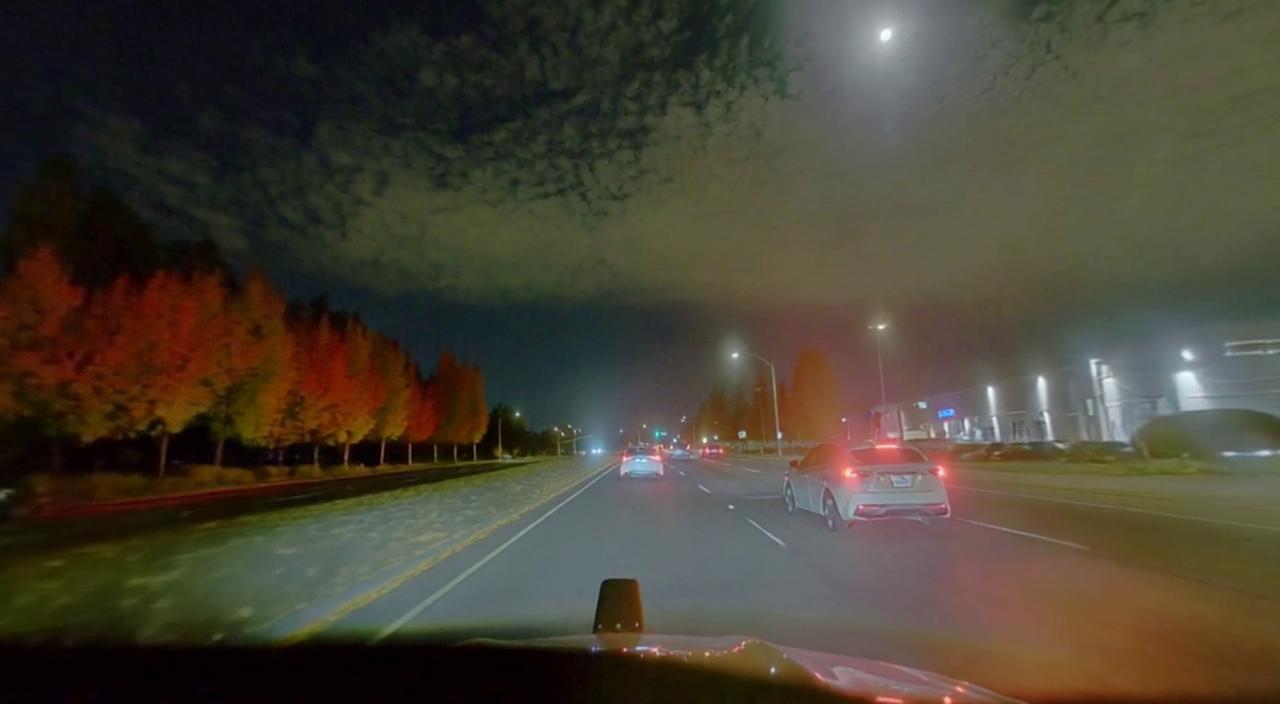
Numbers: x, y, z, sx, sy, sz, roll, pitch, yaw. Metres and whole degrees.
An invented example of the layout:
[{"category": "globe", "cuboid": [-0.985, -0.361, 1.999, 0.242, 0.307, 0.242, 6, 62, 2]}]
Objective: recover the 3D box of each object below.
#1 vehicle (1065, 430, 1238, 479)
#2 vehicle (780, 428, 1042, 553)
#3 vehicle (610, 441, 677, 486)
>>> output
[{"category": "vehicle", "cuboid": [21.358, 4.318, 26.842, 2.582, 1.849, 5.579, 0, -9, -1]}, {"category": "vehicle", "cuboid": [3.720, 1.983, 9.757, 2.094, 1.480, 4.323, 0, -9, 0]}, {"category": "vehicle", "cuboid": [0.077, 4.110, 23.626, 2.289, 1.471, 4.477, 0, -9, -1]}]
